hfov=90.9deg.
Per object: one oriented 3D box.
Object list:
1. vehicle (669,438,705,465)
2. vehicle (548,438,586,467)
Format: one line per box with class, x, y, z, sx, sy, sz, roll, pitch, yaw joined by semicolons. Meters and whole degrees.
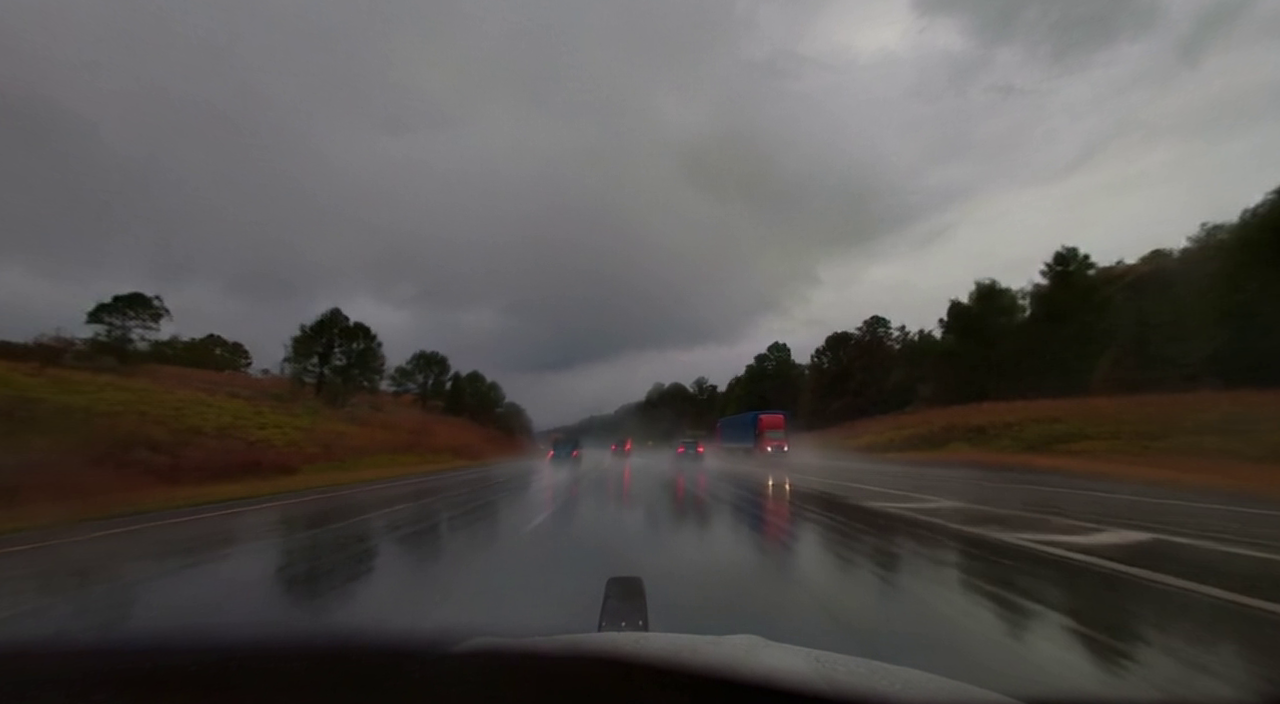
vehicle;3.205;6.918;43.963;1.995;1.712;4.206;0;-8;-2
vehicle;-4.927;6.820;43.112;2.120;1.855;4.619;0;-8;-1
